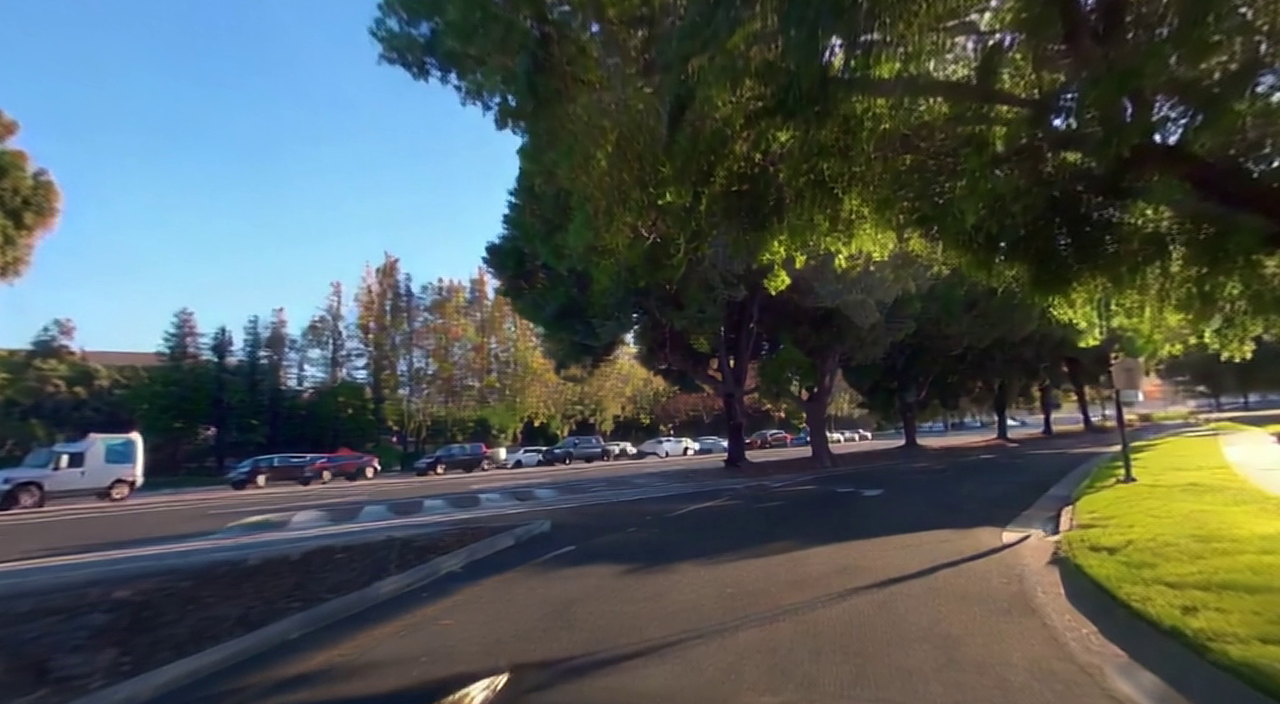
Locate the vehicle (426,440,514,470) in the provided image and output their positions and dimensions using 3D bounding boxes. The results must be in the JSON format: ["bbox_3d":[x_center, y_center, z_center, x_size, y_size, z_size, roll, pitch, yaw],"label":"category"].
[{"bbox_3d":[-9.817,5.973,36.688,1.876,1.642,4.600,-8,-12,43],"label":"vehicle"}]

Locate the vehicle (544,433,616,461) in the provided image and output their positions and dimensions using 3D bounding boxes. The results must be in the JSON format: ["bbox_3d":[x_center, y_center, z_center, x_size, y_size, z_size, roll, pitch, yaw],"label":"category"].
[{"bbox_3d":[-4.012,6.449,42.668,1.969,1.758,4.662,-8,-12,44],"label":"vehicle"}]

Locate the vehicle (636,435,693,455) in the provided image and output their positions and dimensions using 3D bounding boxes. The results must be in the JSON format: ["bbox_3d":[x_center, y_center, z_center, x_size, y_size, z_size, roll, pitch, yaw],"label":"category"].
[{"bbox_3d":[1.924,7.154,48.327,4.377,1.473,1.832,8,-12,-44],"label":"vehicle"}]

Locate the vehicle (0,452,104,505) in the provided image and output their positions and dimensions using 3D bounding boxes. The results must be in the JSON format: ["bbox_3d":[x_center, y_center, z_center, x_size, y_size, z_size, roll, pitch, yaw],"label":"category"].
[{"bbox_3d":[-23.411,4.626,23.221,2.002,1.838,5.256,-8,-12,44],"label":"vehicle"}]

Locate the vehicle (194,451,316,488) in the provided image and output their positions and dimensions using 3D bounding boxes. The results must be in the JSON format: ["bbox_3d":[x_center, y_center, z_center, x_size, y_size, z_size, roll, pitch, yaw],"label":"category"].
[{"bbox_3d":[-17.674,5.349,29.047,1.777,1.497,4.399,-8,-12,44],"label":"vehicle"}]
